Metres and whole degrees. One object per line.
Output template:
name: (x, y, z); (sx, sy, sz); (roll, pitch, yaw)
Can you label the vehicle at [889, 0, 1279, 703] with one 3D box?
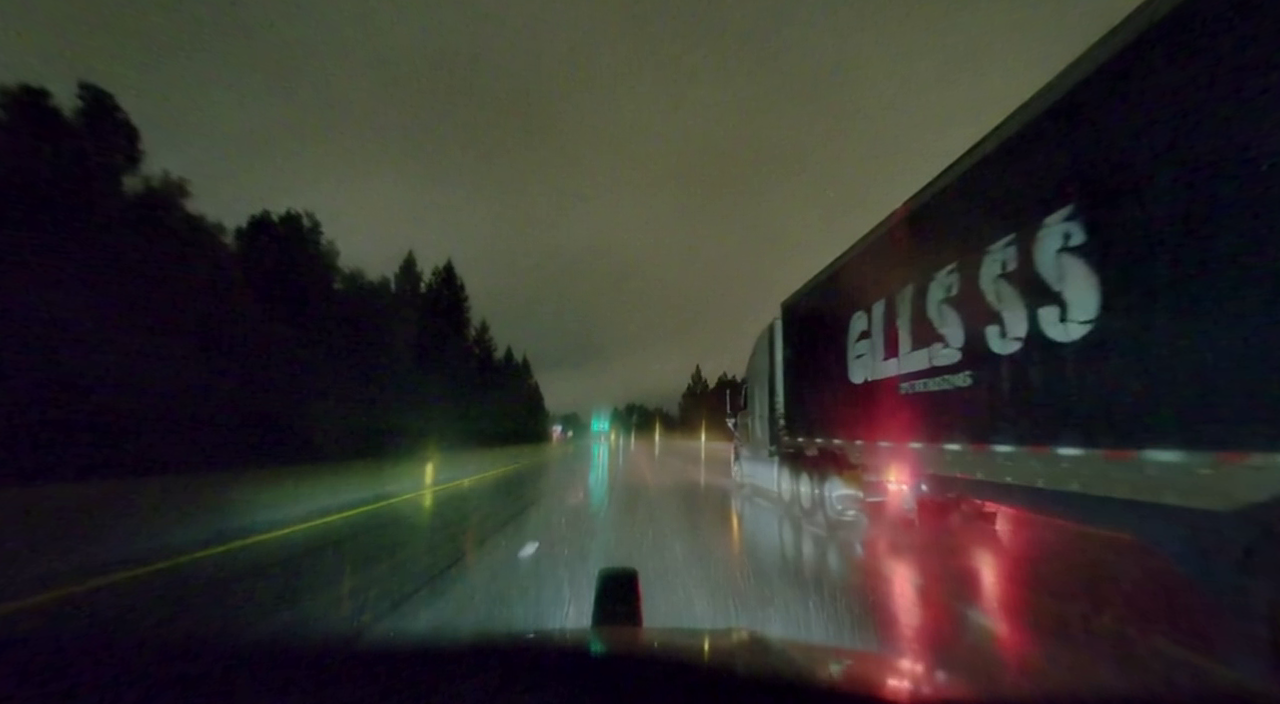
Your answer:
vehicle: (4.560, -0.274, 2.916); (2.932, 4.022, 8.803); (0, -8, -2)
